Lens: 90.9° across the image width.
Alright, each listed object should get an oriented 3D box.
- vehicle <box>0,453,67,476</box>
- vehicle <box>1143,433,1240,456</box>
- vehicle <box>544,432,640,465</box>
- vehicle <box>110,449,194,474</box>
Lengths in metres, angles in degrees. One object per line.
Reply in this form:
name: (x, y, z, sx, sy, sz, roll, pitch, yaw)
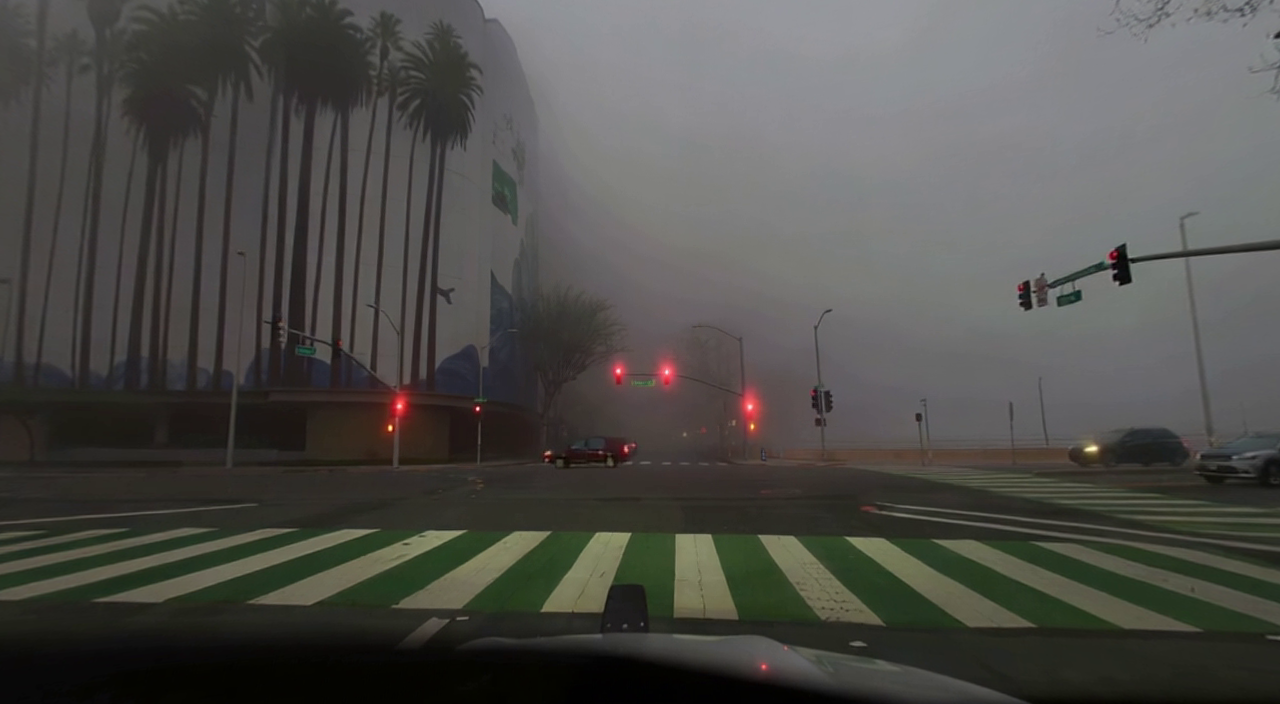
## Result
vehicle: (-41.667, 7.606, 42.773, 3.698, 1.508, 1.779, 0, -8, 1)
vehicle: (36.029, 6.032, 41.260, 4.606, 1.449, 1.687, 0, -8, 2)
vehicle: (-2.770, 5.740, 37.387, 5.477, 1.880, 2.125, 0, -8, 1)
vehicle: (-33.074, 7.400, 42.757, 4.136, 1.661, 1.857, 0, -8, 1)
